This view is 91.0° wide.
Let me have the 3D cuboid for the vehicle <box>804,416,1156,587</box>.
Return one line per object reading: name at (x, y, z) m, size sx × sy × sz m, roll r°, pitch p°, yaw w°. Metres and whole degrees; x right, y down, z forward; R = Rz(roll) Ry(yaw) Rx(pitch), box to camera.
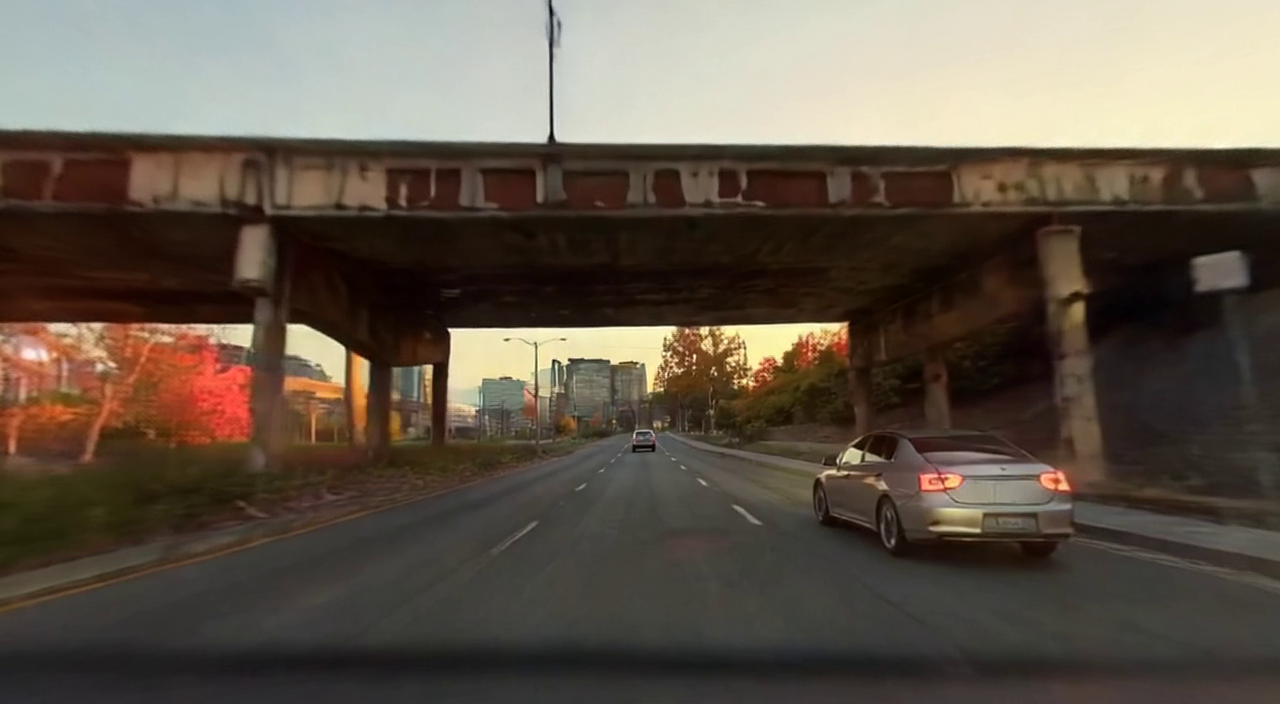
vehicle at (3.695, 1.711, 8.041) m, size 2.063 × 1.542 × 4.420 m, roll -1°, pitch -9°, yaw 1°
